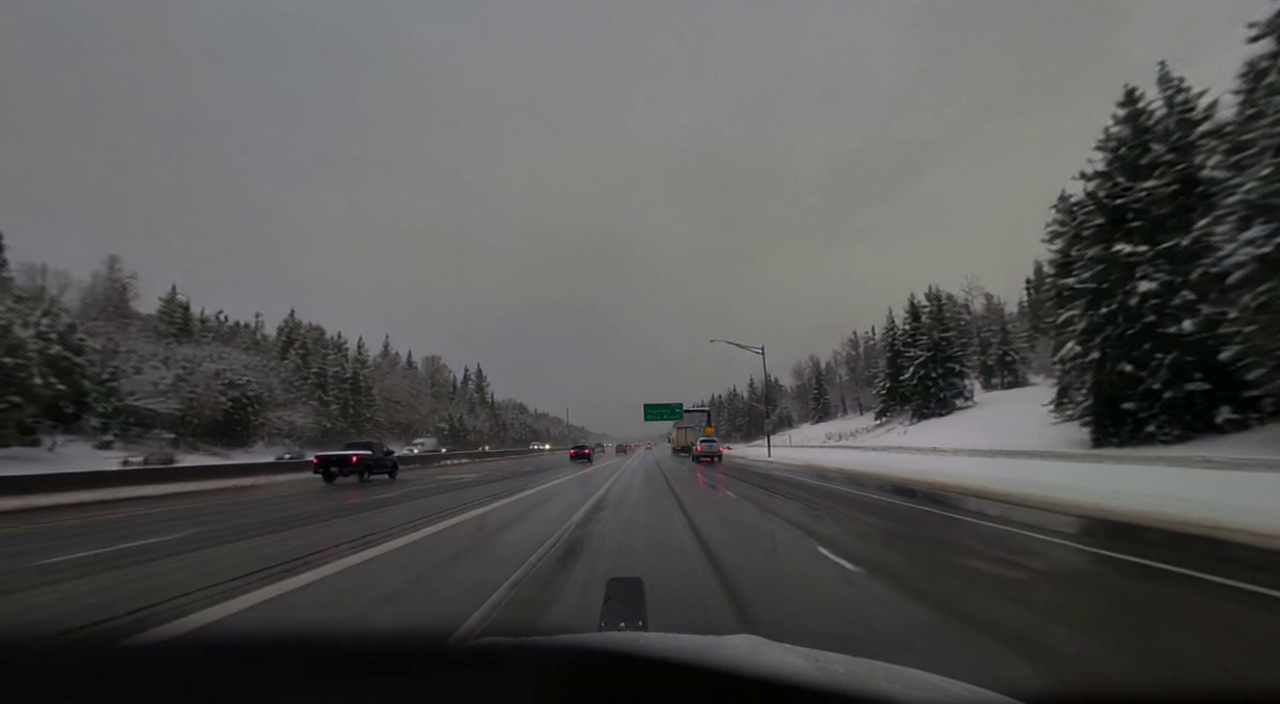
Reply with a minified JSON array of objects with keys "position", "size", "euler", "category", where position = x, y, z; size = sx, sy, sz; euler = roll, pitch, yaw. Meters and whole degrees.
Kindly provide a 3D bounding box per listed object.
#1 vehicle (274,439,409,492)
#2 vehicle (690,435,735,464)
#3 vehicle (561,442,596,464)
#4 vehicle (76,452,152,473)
[{"position":[-9.258,3.531,20.052],"size":[1.899,1.465,4.589],"euler":[0,-8,2],"category":"vehicle"},{"position":[5.100,6.985,45.341],"size":[2.355,1.930,6.633],"euler":[0,-8,-1],"category":"vehicle"},{"position":[-4.391,7.299,45.806],"size":[1.981,1.473,4.317],"euler":[0,-8,2],"category":"vehicle"},{"position":[-40.626,8.518,48.884],"size":[1.774,1.472,4.700],"euler":[0,-8,1],"category":"vehicle"}]
